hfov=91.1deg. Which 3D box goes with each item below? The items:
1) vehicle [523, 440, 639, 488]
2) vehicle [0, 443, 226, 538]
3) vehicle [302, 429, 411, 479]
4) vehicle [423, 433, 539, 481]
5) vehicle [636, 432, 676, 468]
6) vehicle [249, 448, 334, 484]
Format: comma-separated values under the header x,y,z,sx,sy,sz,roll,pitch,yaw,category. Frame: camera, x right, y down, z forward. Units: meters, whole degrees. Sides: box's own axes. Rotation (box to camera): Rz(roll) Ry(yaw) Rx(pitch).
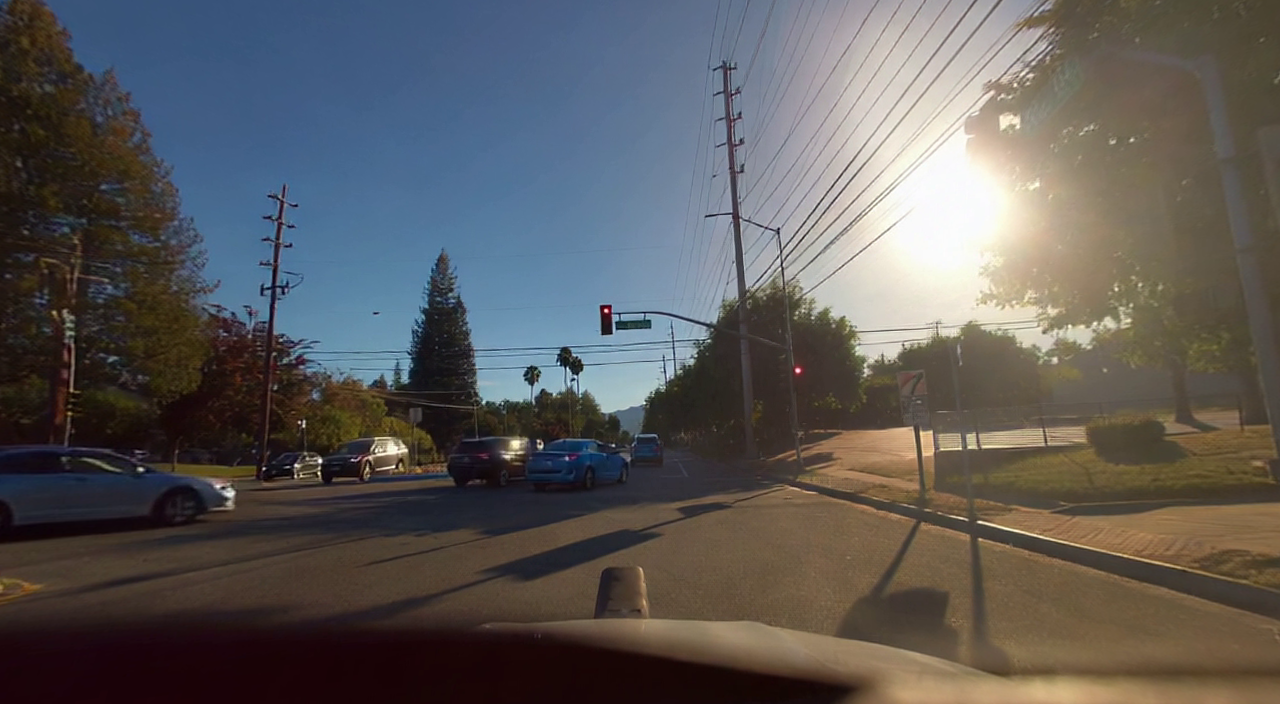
x,y,z,sx,sy,sz,roll,pitch,yaw,category
-1.861,3.761,21.547,2.019,1.455,4.529,-4,-9,23,vehicle
-10.057,2.307,10.850,4.621,1.440,2.129,4,-10,-29,vehicle
-13.129,4.769,29.616,2.350,2.104,5.828,0,-8,1,vehicle
-6.429,4.336,26.165,1.929,1.750,5.044,-4,-10,24,vehicle
1.052,5.875,37.902,2.137,1.986,5.930,-1,-8,4,vehicle
-17.090,5.597,31.012,1.942,1.477,3.957,-4,-9,0,vehicle
